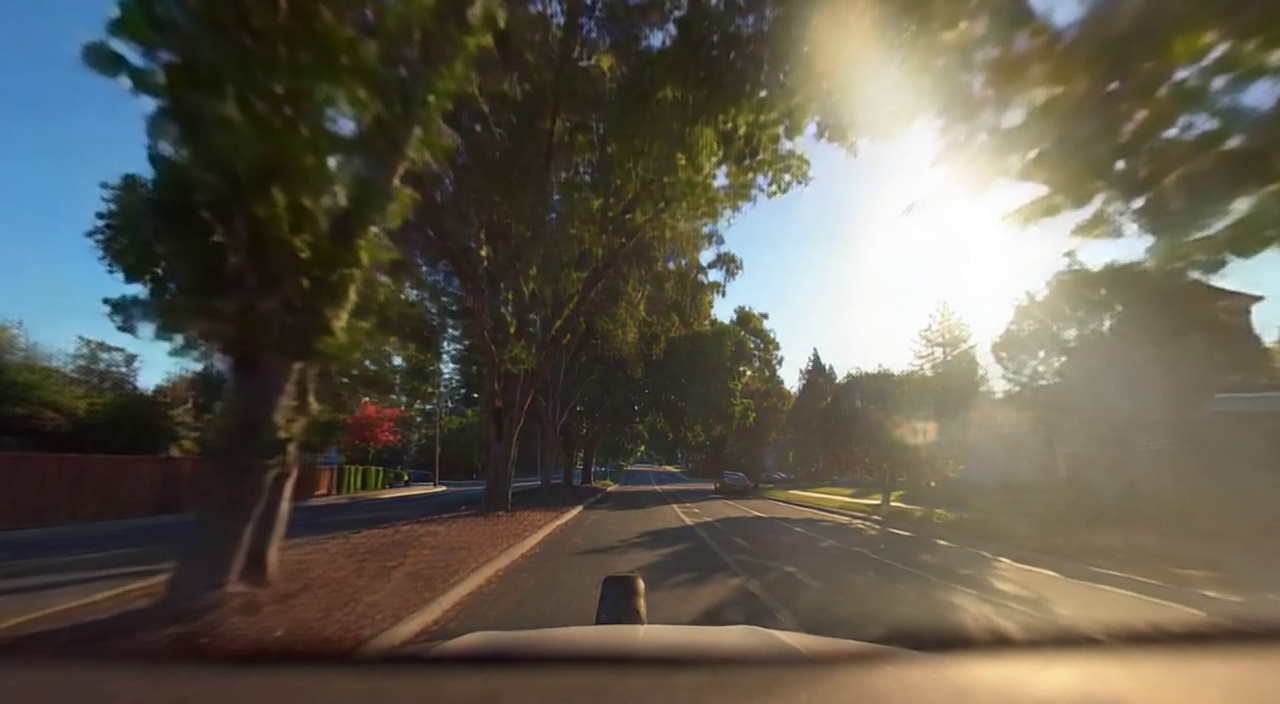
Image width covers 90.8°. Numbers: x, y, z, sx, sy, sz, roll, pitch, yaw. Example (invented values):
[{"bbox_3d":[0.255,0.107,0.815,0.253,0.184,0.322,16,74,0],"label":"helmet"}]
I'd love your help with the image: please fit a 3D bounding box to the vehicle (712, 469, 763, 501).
[{"bbox_3d":[5.048,6.951,33.277,1.904,1.475,4.386,0,-9,-1],"label":"vehicle"}]
